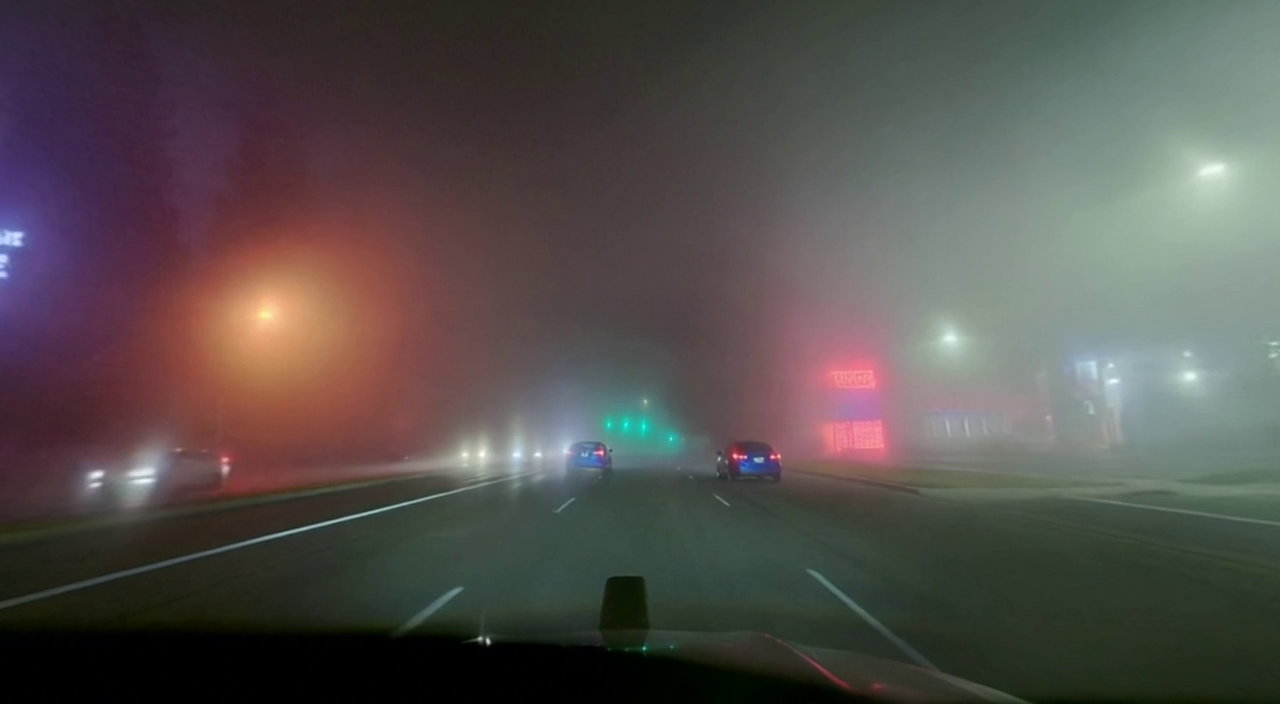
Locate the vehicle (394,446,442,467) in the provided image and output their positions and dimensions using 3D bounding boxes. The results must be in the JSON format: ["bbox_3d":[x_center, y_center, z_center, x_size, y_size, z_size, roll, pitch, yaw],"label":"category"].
[{"bbox_3d":[-16.056,7.564,45.838,1.841,1.479,4.286,0,-8,1],"label":"vehicle"}]

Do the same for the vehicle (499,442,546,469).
[{"bbox_3d":[-6.706,5.938,36.417,1.993,1.444,3.965,0,-8,-1],"label":"vehicle"}]

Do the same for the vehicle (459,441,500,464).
[{"bbox_3d":[-11.989,7.548,47.411,1.944,1.662,4.160,0,-8,1],"label":"vehicle"}]

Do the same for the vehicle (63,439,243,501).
[{"bbox_3d":[-15.307,3.682,20.239,2.052,1.729,4.598,0,-8,0],"label":"vehicle"}]

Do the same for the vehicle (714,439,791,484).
[{"bbox_3d":[4.034,3.985,23.347,1.977,1.474,4.399,0,-8,-1],"label":"vehicle"}]

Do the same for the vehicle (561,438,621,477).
[{"bbox_3d":[-2.008,4.456,26.943,2.001,1.504,4.212,-1,-8,3],"label":"vehicle"}]

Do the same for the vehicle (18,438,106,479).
[{"bbox_3d":[-40.299,7.433,44.070,3.598,2.686,2.811,4,-9,-24],"label":"vehicle"}]
